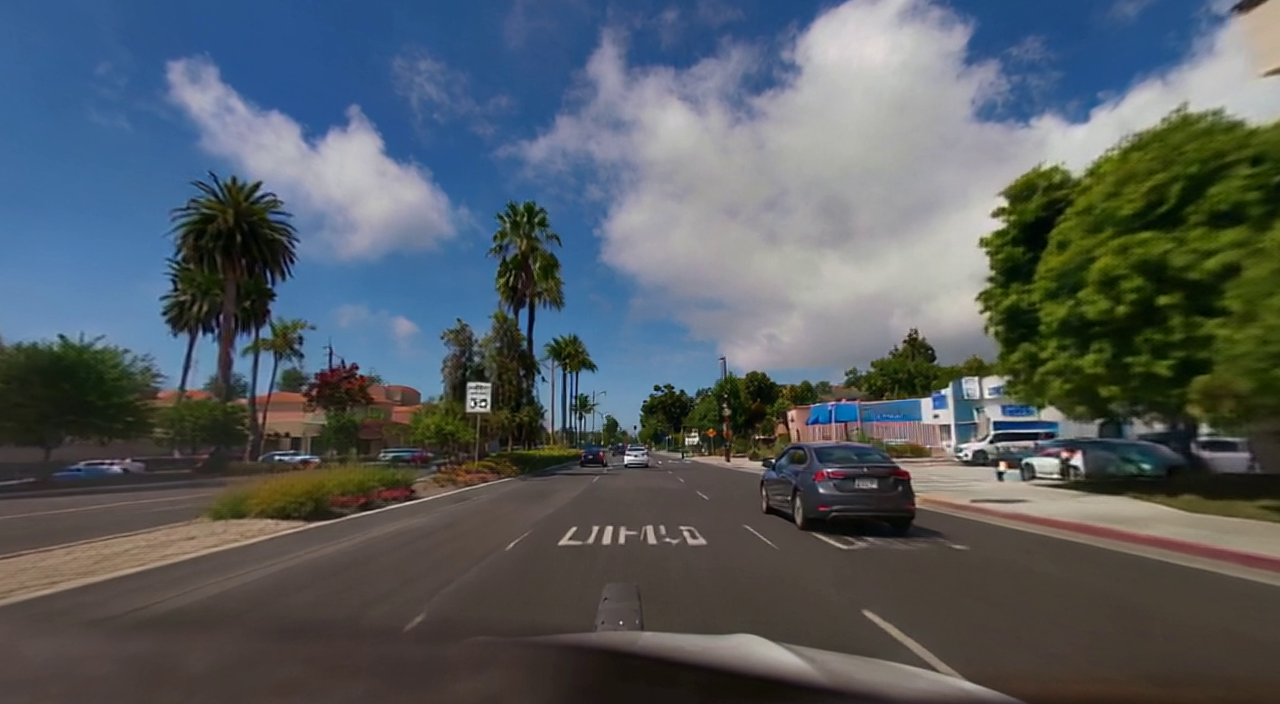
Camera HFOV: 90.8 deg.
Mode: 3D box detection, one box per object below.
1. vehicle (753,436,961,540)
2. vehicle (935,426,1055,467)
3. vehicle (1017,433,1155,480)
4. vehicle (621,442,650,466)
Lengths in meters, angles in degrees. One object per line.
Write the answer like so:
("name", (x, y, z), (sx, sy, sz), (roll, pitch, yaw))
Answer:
("vehicle", (3.605, 2.344, 11.622), (2.090, 1.503, 4.566), (0, -9, -2))
("vehicle", (18.329, 4.924, 32.809), (4.719, 1.803, 2.339), (-1, -12, -4))
("vehicle", (15.368, 3.593, 22.039), (1.975, 1.464, 3.651), (-1, -8, -4))
("vehicle", (-0.344, 7.475, 46.322), (2.102, 1.653, 3.698), (0, -9, -1))
